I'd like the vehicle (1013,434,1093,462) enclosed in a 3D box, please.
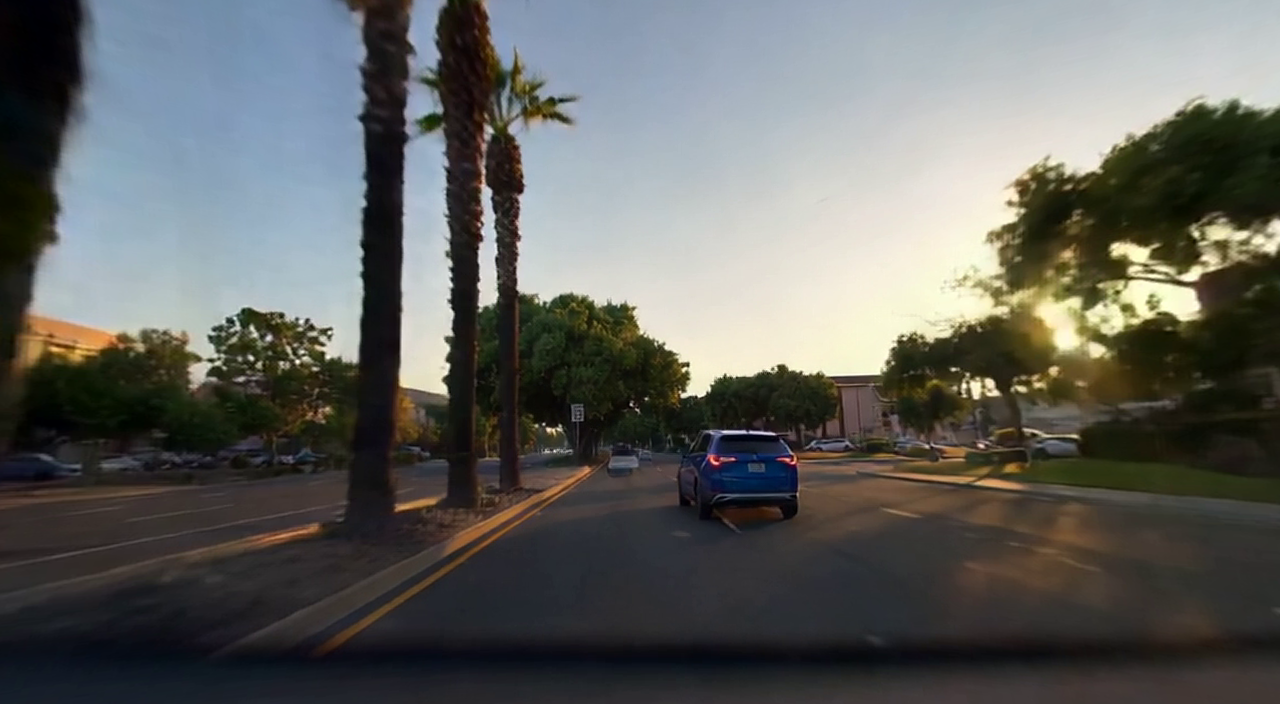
[{"bbox_3d":[23.957,5.601,36.803,2.004,1.519,3.714,0,-8,-3],"label":"vehicle"}]

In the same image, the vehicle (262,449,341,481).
[{"bbox_3d":[-19.799,6.618,37.219,2.029,1.723,4.639,0,-8,1],"label":"vehicle"}]

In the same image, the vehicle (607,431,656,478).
[{"bbox_3d":[-0.350,4.388,27.318,1.981,1.854,3.983,0,-8,0],"label":"vehicle"}]

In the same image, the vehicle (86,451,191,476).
[{"bbox_3d":[-32.116,7.133,40.536,4.903,1.451,2.031,0,-8,-2],"label":"vehicle"}]

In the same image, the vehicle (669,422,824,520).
[{"bbox_3d":[1.959,2.391,13.217,2.239,1.693,4.301,0,-8,-4],"label":"vehicle"}]

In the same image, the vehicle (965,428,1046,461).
[{"bbox_3d":[21.168,5.404,36.860,1.894,1.784,4.571,-1,-8,-1],"label":"vehicle"}]
